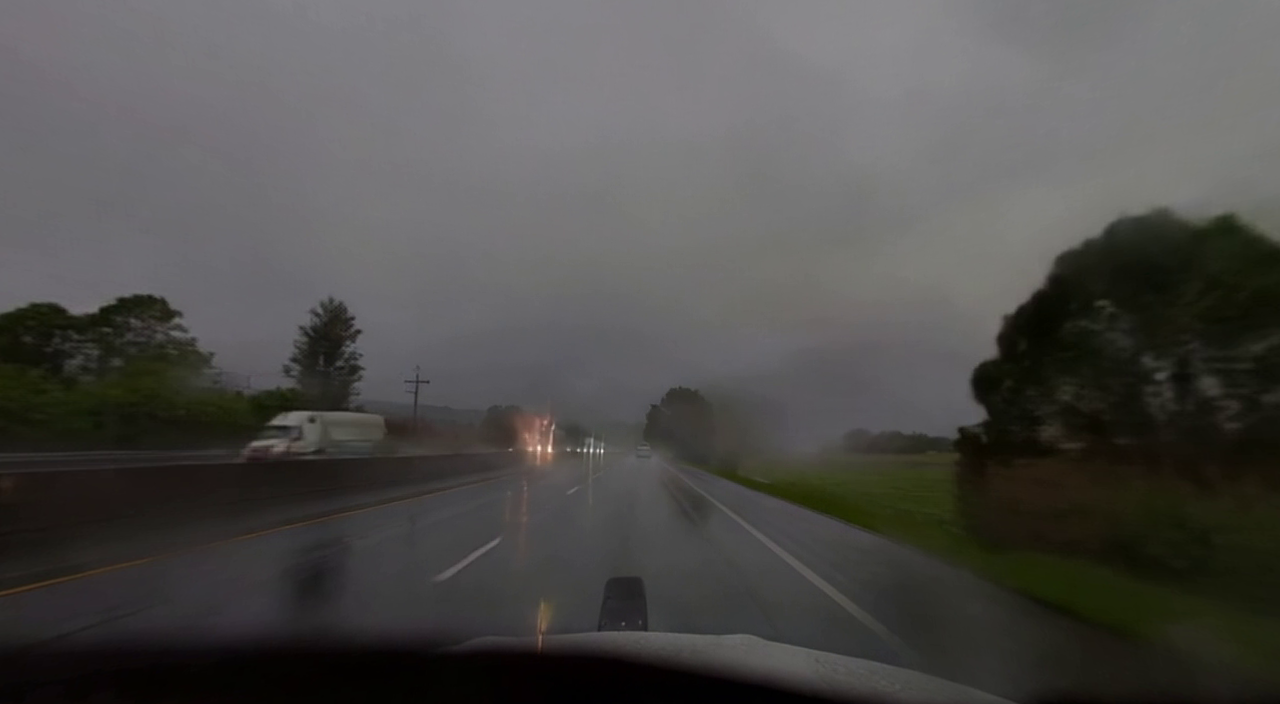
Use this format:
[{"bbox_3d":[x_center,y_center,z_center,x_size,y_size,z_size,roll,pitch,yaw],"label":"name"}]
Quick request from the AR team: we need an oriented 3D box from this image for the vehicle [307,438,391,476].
[{"bbox_3d":[-11.596,4.195,25.360,1.772,1.418,3.370,0,-9,-1],"label":"vehicle"}]

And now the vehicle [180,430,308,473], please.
[{"bbox_3d":[-15.730,4.007,25.389,2.202,1.541,4.490,0,-9,0],"label":"vehicle"}]
